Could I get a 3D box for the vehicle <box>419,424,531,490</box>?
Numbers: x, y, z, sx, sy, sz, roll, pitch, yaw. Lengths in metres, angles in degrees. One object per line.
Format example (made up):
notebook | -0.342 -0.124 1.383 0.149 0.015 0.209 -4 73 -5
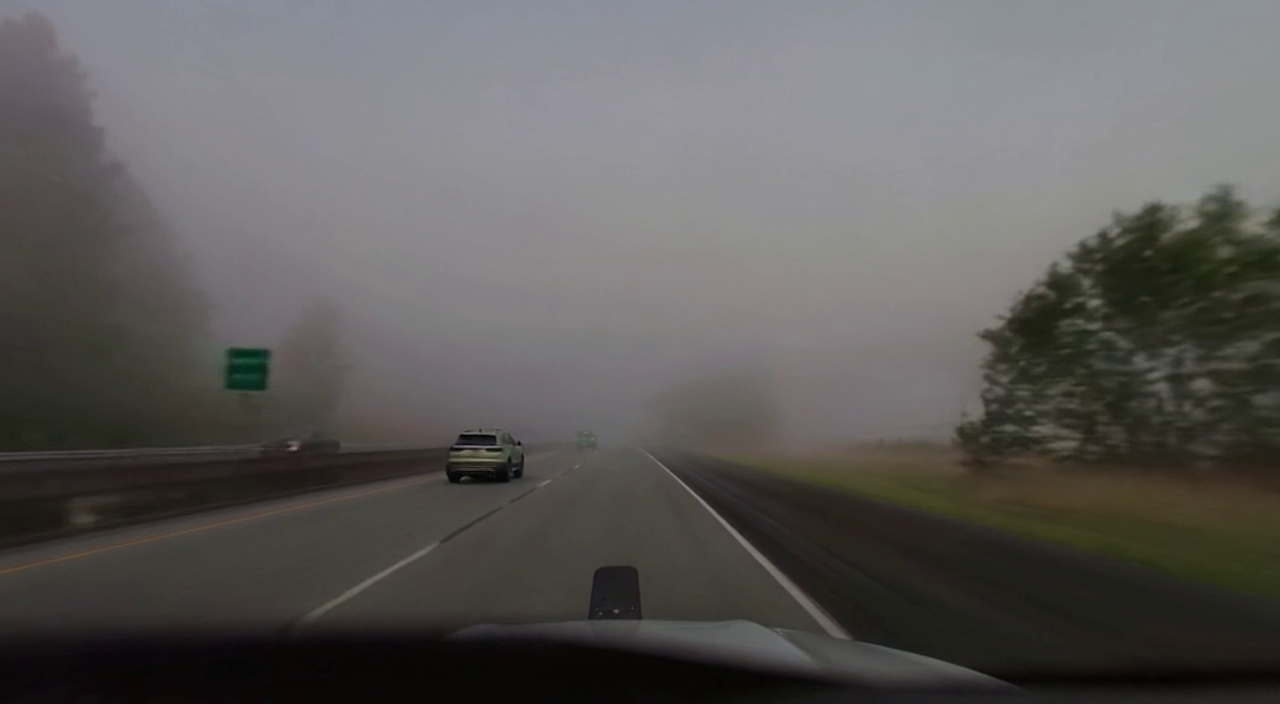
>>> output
vehicle | -4.581 2.973 18.241 2.070 1.647 4.577 0 -8 -1
